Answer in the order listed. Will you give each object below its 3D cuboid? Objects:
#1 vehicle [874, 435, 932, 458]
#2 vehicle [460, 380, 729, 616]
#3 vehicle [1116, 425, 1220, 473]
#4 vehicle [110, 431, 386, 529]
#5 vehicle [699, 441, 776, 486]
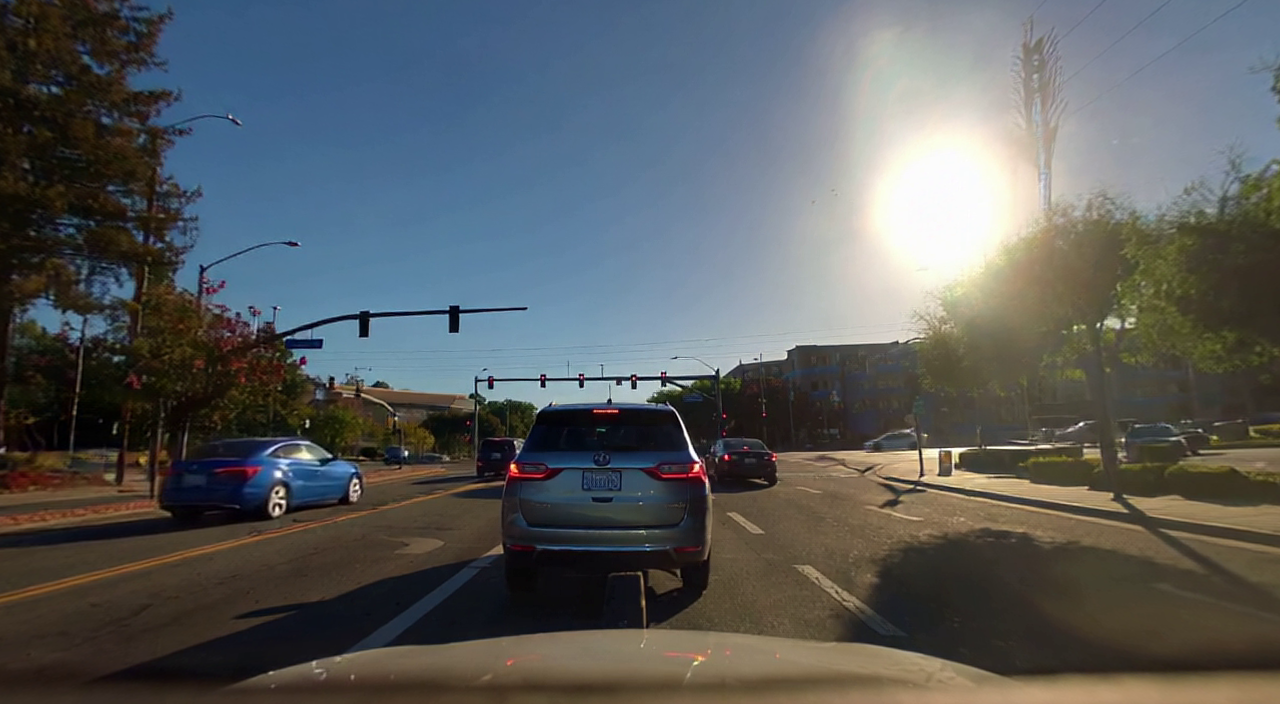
[{"bbox_3d":[20.003,7.201,47.919,4.361,1.653,2.034,6,-10,-35],"label":"vehicle"},{"bbox_3d":[-0.345,1.440,7.096,2.064,1.817,4.298,0,-8,0],"label":"vehicle"},{"bbox_3d":[19.243,3.512,22.929,4.215,1.578,1.892,7,-11,-37],"label":"vehicle"},{"bbox_3d":[-6.975,2.320,12.103,2.060,1.473,4.950,0,-8,1],"label":"vehicle"},{"bbox_3d":[3.337,3.898,22.383,2.104,1.441,4.240,0,-8,1],"label":"vehicle"}]
